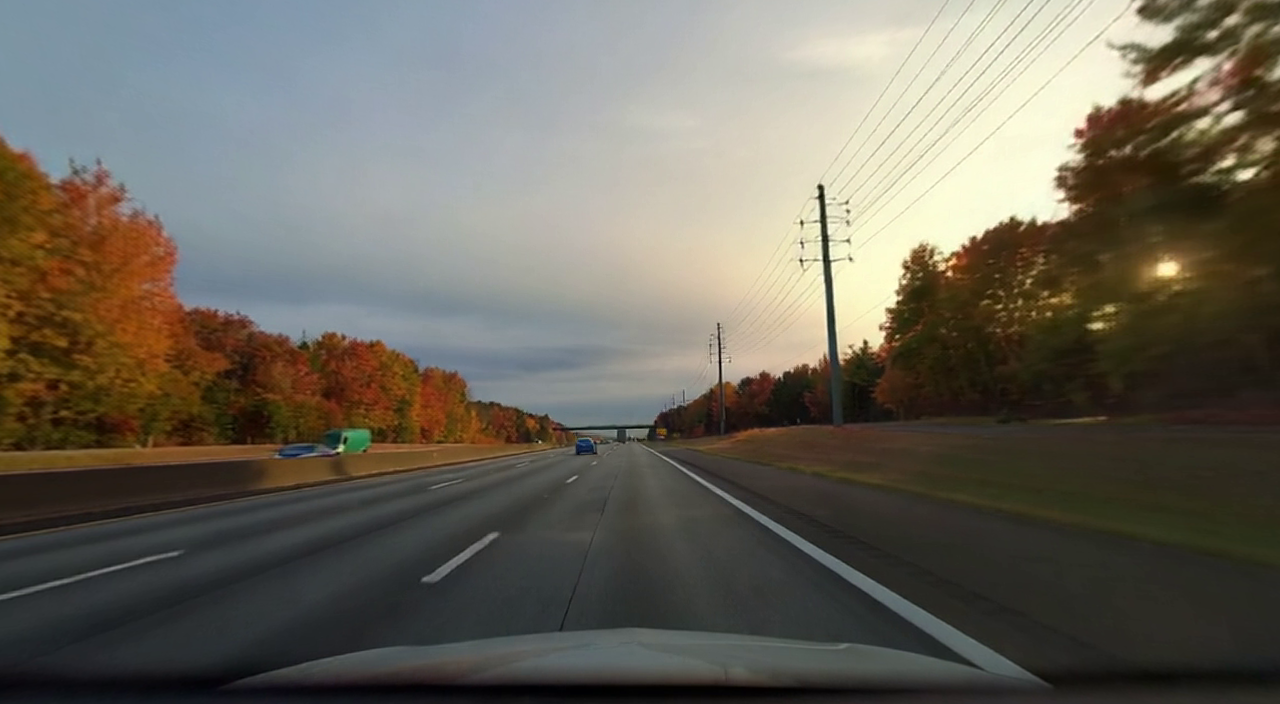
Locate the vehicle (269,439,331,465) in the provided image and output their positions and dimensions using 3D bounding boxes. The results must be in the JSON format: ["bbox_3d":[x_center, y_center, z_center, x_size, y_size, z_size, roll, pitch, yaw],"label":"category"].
[{"bbox_3d":[-21.262,6.255,39.458,1.760,1.492,3.840,0,-8,-1],"label":"vehicle"}]
